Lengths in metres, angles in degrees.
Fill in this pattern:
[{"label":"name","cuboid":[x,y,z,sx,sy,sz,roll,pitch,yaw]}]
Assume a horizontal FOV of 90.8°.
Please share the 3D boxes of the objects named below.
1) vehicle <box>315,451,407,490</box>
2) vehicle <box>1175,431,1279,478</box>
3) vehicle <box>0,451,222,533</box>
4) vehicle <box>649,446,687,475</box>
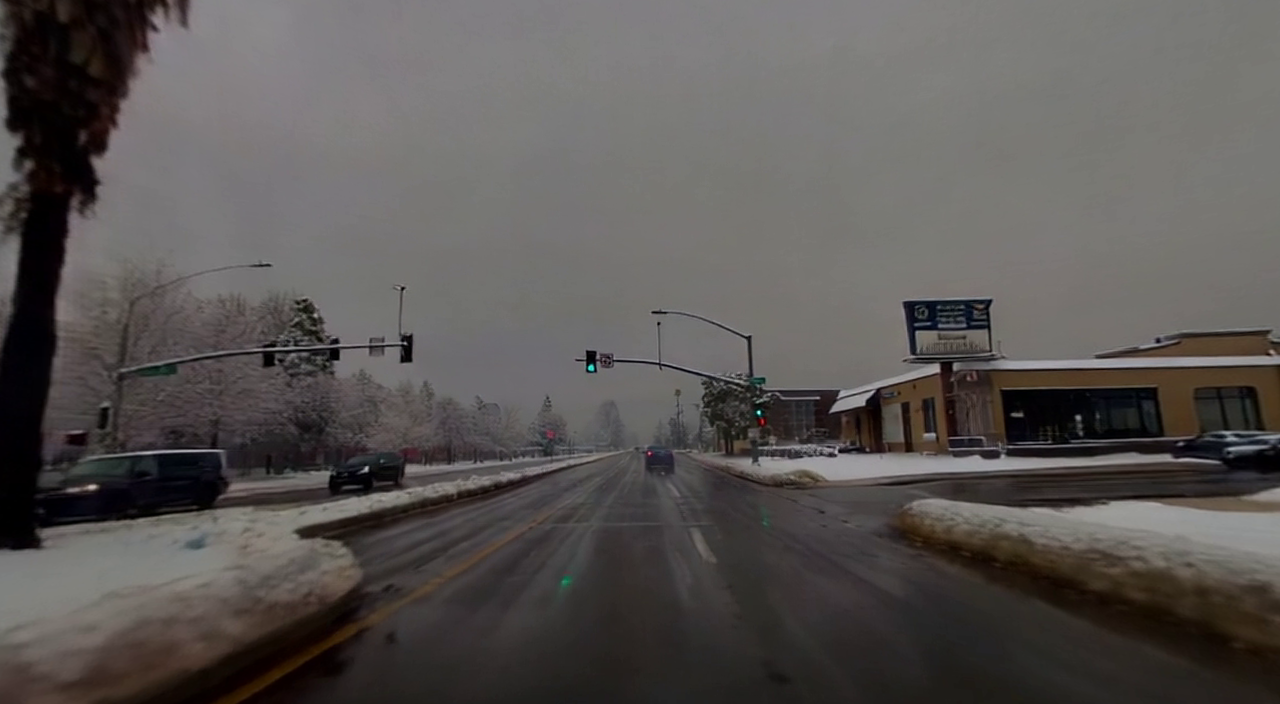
[{"label":"vehicle","cuboid":[-11.726,4.974,26.883,2.033,1.494,4.048,0,-8,0]},{"label":"vehicle","cuboid":[21.399,3.485,21.556,2.046,1.481,4.936,0,-8,2]},{"label":"vehicle","cuboid":[-12.368,3.109,14.751,2.027,1.534,4.779,0,-8,-2]},{"label":"vehicle","cuboid":[1.599,6.442,37.811,1.969,1.555,4.431,0,-8,-1]}]
